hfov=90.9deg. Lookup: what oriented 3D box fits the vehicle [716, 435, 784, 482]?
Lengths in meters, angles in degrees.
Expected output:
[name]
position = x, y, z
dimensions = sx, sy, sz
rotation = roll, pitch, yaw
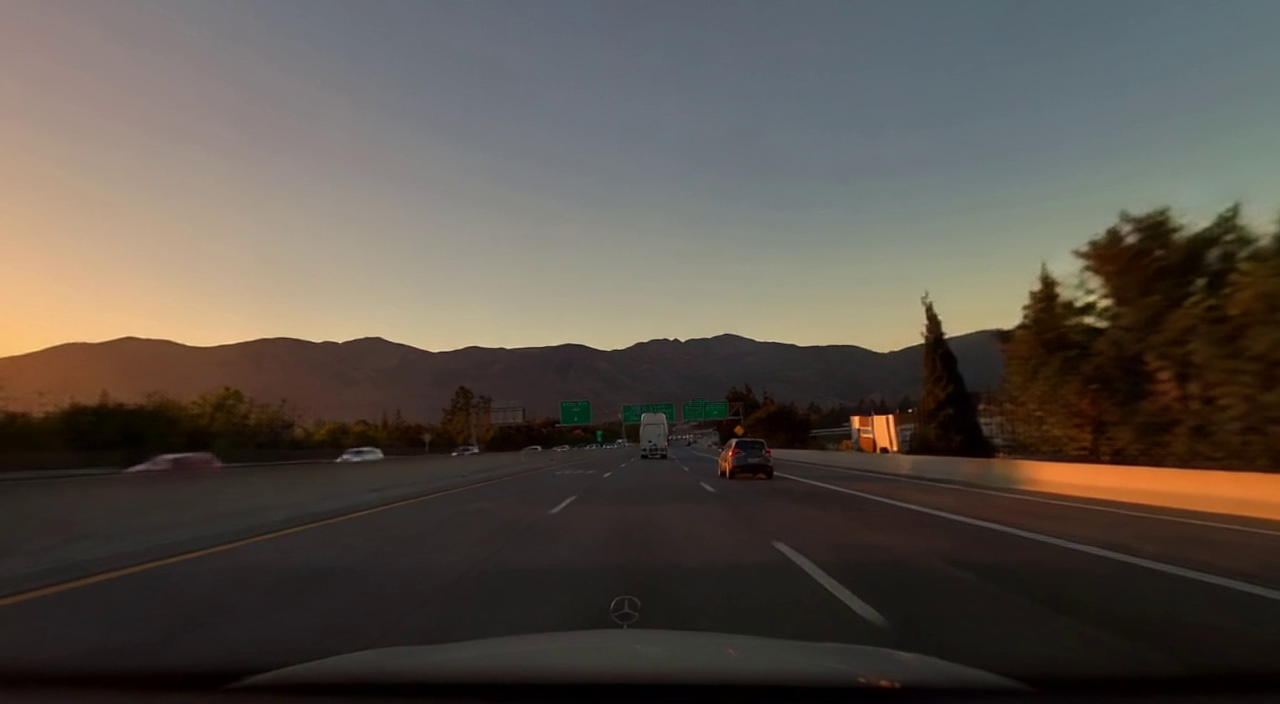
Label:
[vehicle]
position = 4.068, 3.995, 23.936
dimensions = 1.880, 1.624, 3.941
rotation = 0, -8, 0
